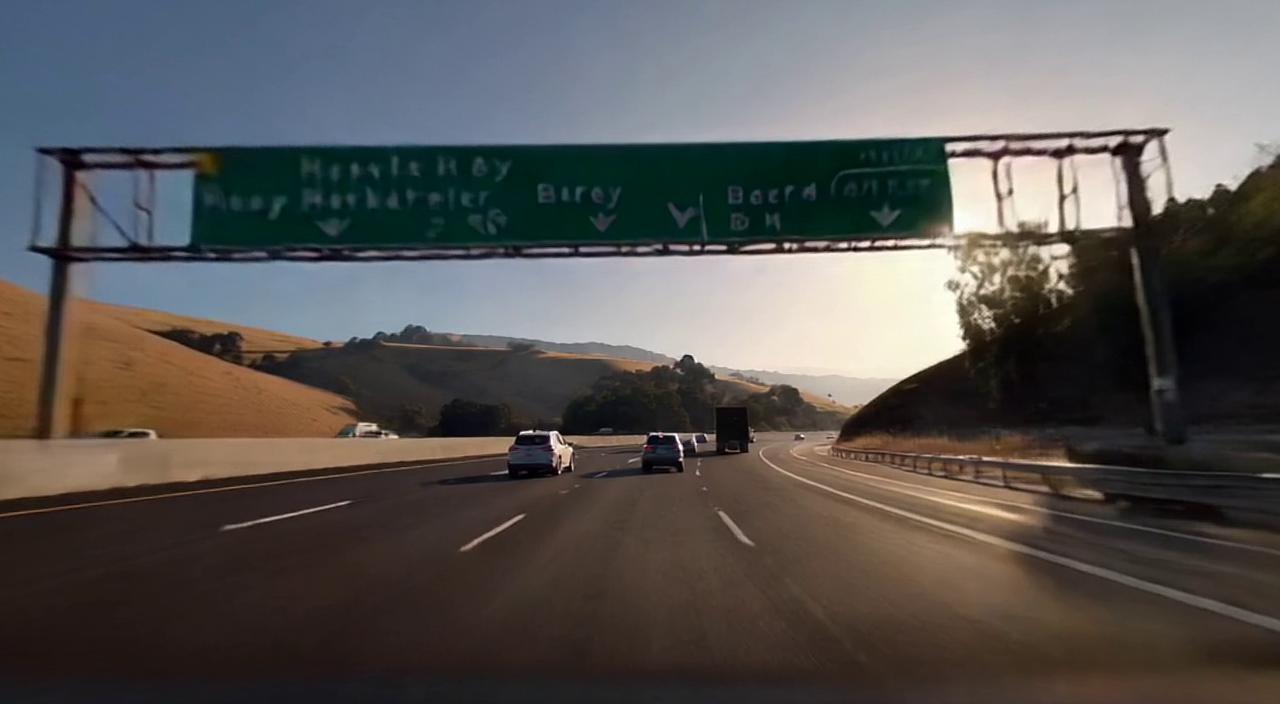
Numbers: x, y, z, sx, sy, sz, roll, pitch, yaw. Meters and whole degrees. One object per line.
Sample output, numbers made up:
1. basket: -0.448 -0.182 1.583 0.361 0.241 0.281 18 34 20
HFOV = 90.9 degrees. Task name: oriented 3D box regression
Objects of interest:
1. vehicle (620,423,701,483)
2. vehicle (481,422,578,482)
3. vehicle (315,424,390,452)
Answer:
1. vehicle: 0.787 3.440 21.672 2.484 1.820 4.497 -1 -8 4
2. vehicle: -3.426 3.235 20.530 2.077 1.712 4.406 -1 -8 4
3. vehicle: -19.151 5.806 42.331 2.302 1.711 4.966 -1 -8 6
